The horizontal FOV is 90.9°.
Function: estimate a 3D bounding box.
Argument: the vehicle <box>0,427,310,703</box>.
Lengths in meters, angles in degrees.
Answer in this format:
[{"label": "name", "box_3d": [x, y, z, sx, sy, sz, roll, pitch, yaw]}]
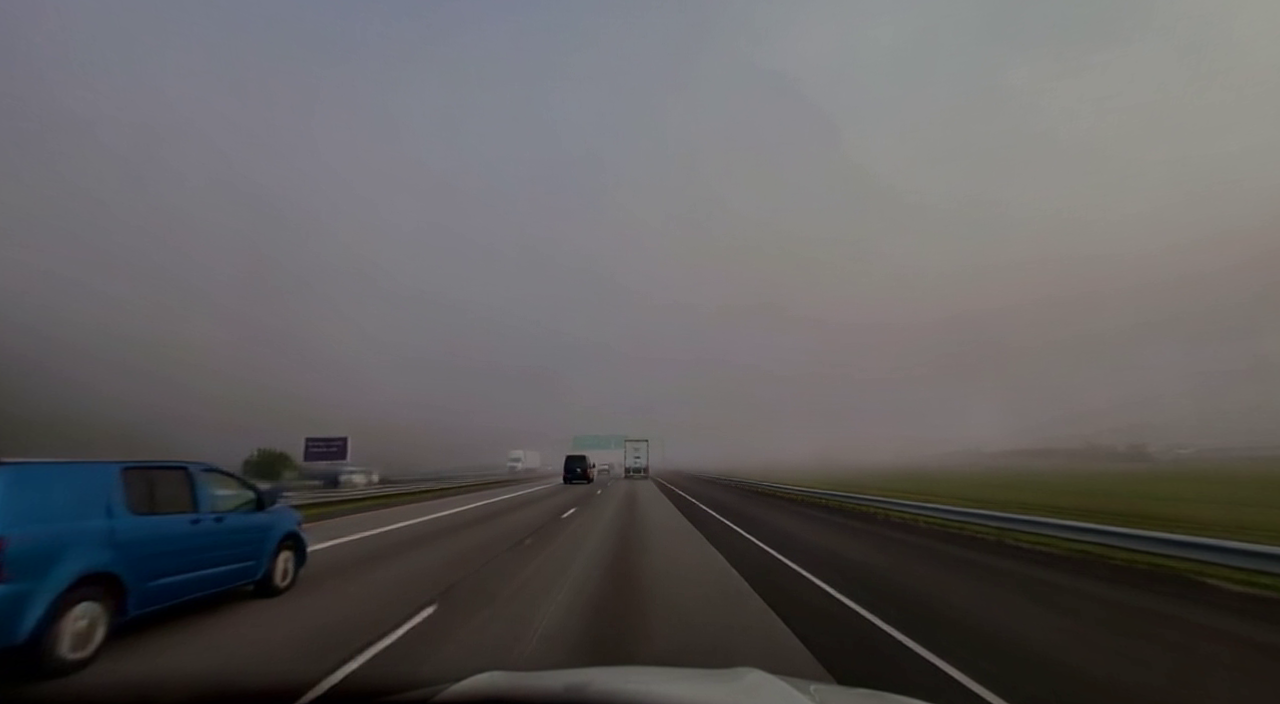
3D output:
[{"label": "vehicle", "box_3d": [-4.349, 1.237, 3.888, 2.090, 1.462, 4.603, 0, -10, 0]}]

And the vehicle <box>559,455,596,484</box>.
[{"label": "vehicle", "box_3d": [-4.437, 8.528, 45.668, 2.208, 1.973, 4.716, 1, -10, 0]}]
